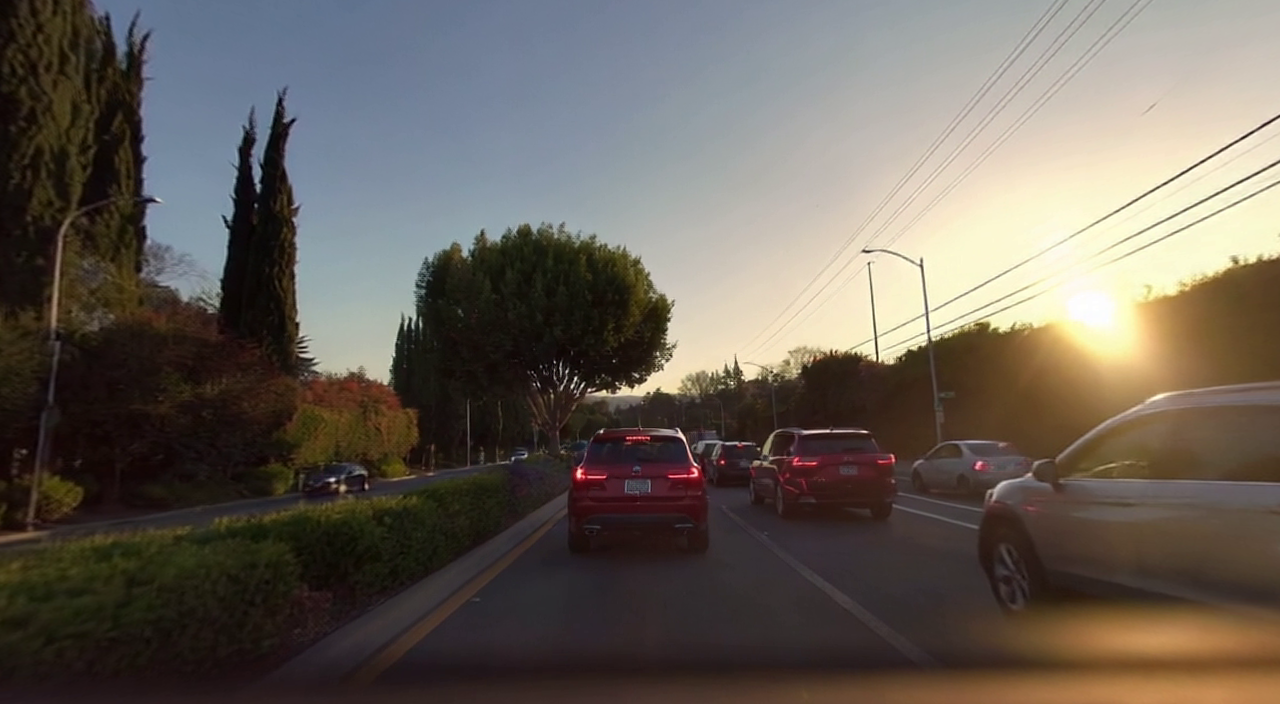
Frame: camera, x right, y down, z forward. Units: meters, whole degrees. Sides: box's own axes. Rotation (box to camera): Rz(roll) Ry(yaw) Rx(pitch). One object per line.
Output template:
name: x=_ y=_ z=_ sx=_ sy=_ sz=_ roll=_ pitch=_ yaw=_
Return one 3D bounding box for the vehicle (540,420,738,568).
vehicle: x=-0.041 y=1.905 z=9.255 sx=2.199 sy=1.641 sz=4.232 roll=0 pitch=-8 yaw=-1

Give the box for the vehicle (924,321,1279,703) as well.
vehicle: x=3.528 y=0.875 z=3.390 sx=2.001 sy=1.707 sz=4.250 roll=0 pitch=-8 yaw=0

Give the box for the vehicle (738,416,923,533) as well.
vehicle: x=3.346 y=2.261 z=12.281 sx=2.097 sy=1.818 sz=4.625 roll=0 pitch=-8 yaw=-1

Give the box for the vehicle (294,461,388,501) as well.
vehicle: x=-13.299 y=5.725 z=28.453 sx=1.960 sy=1.491 sz=4.700 roll=0 pitch=-8 yaw=-1
